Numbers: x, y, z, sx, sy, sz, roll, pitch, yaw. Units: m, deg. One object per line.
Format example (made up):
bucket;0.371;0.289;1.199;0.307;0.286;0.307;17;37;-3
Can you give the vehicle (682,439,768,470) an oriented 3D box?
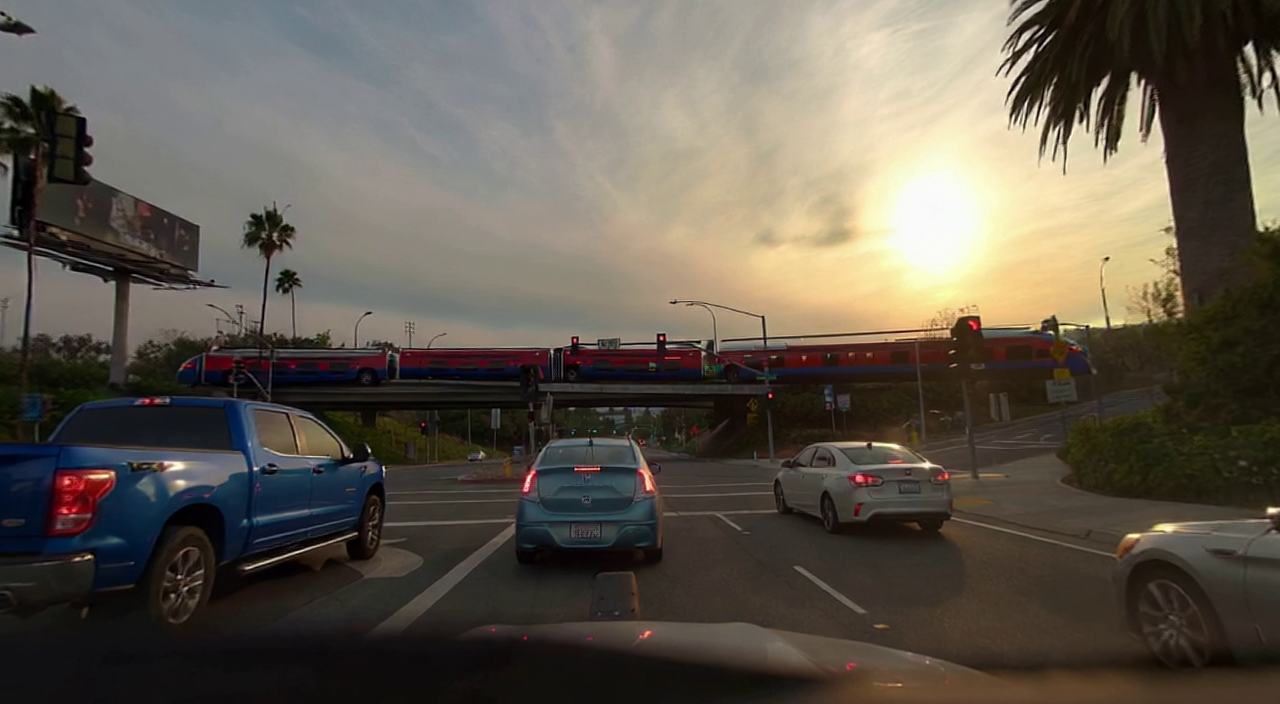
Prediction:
vehicle;4.235;5.170;32.076;1.878;1.428;4.416;5;-10;-33

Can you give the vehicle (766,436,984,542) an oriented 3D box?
vehicle;3.712;2.237;11.055;1.965;1.448;4.486;0;-9;-2

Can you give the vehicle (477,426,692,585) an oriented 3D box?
vehicle;-0.615;1.773;8.135;2.035;1.491;4.090;0;-9;-3

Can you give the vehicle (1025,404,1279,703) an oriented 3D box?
vehicle;3.876;0.906;2.285;2.052;1.496;4.541;0;-9;-1

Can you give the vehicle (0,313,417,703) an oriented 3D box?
vehicle;-3.790;1.123;5.049;2.078;1.838;5.448;0;-9;-1
